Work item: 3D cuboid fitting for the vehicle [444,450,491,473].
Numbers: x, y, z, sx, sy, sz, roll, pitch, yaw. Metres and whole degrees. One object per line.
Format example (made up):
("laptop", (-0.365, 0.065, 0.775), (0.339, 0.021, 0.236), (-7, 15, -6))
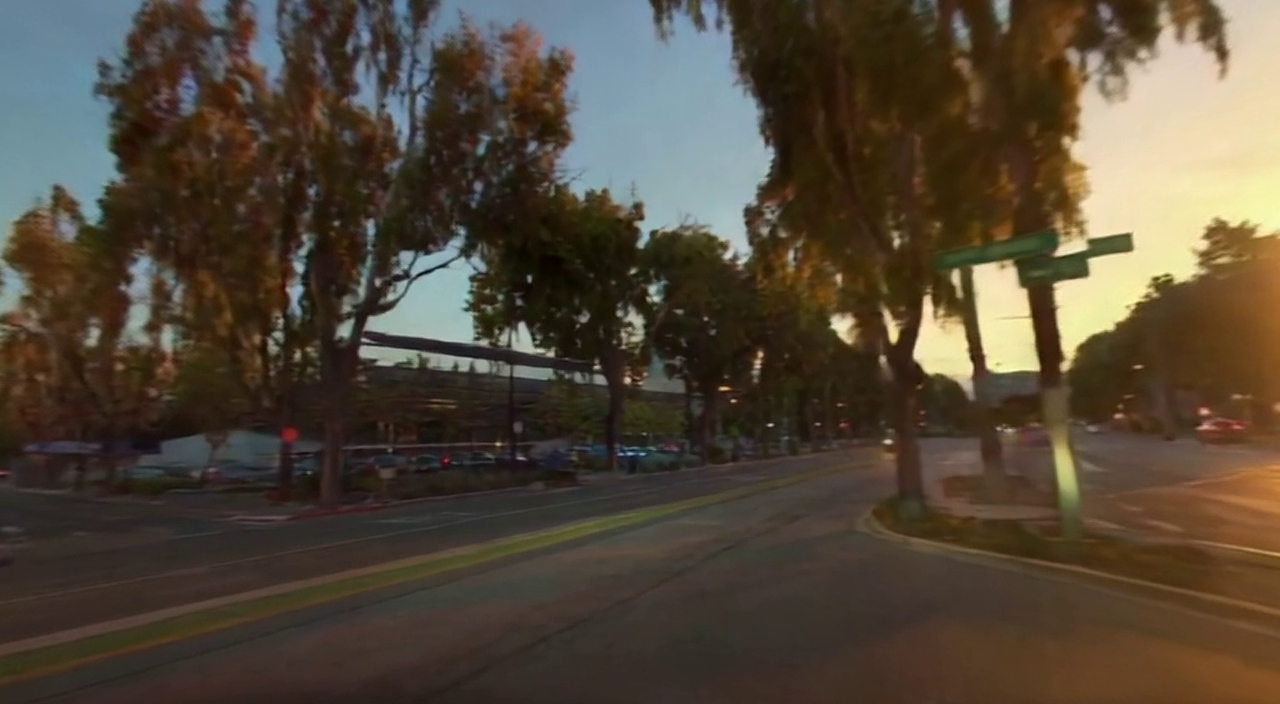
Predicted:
("vehicle", (-12.975, 8.162, 47.311), (2.102, 1.541, 4.416), (5, -10, -32))

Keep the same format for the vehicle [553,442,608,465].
("vehicle", (-4.727, 7.944, 49.571), (2.112, 1.719, 5.483), (5, -10, -31))

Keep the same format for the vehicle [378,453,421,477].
("vehicle", (-16.093, 7.509, 42.117), (2.130, 1.458, 4.157), (4, -10, -28))

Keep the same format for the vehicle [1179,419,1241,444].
("vehicle", (40.110, 5.632, 44.567), (2.100, 1.638, 4.545), (-5, -10, 27))

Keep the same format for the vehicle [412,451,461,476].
("vehicle", (-14.121, 7.658, 43.580), (2.121, 1.541, 5.124), (5, -10, -30))
